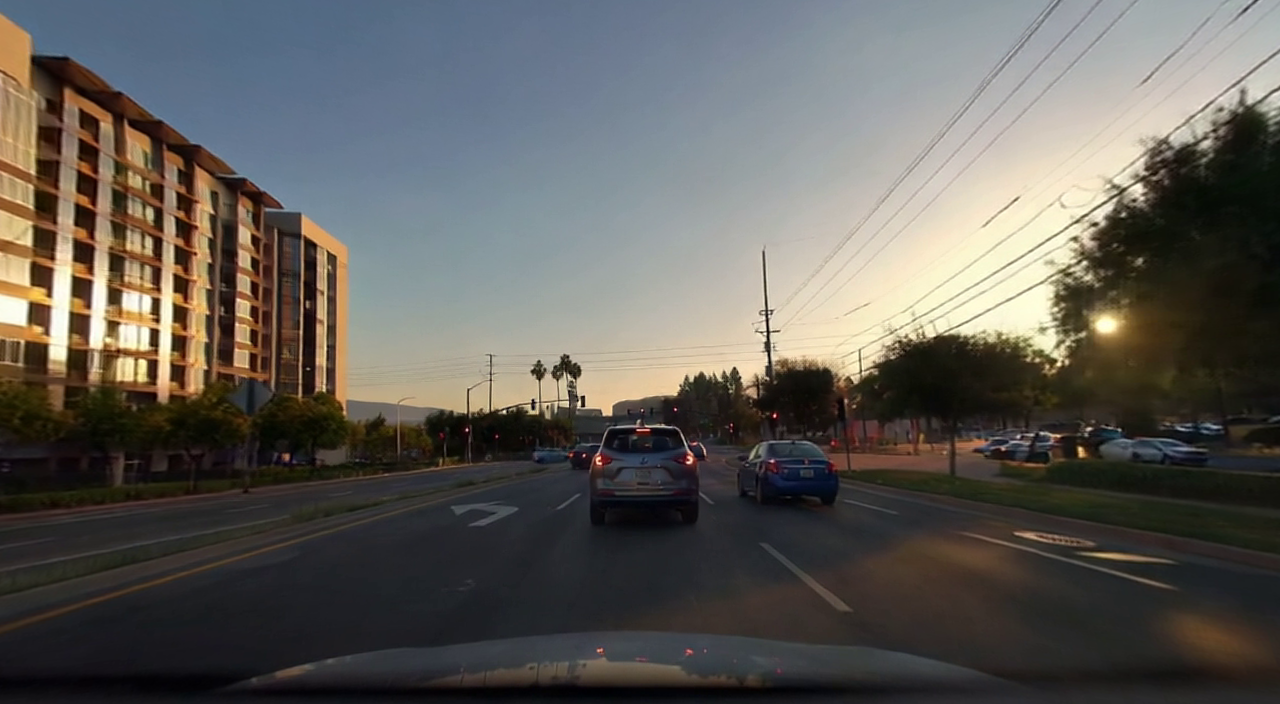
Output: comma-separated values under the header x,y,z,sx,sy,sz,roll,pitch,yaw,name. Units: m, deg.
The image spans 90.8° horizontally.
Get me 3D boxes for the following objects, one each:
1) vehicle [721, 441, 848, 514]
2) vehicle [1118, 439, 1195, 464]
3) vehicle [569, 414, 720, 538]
x,y,z,sx,sy,sz,roll,pitch,yaw,name
3.272,2.940,15.353,1.990,1.482,4.575,0,-9,0,vehicle
37.410,7.195,45.936,1.910,1.686,4.746,-1,-9,6,vehicle
0.073,2.137,11.436,2.189,1.776,4.342,0,-9,0,vehicle
